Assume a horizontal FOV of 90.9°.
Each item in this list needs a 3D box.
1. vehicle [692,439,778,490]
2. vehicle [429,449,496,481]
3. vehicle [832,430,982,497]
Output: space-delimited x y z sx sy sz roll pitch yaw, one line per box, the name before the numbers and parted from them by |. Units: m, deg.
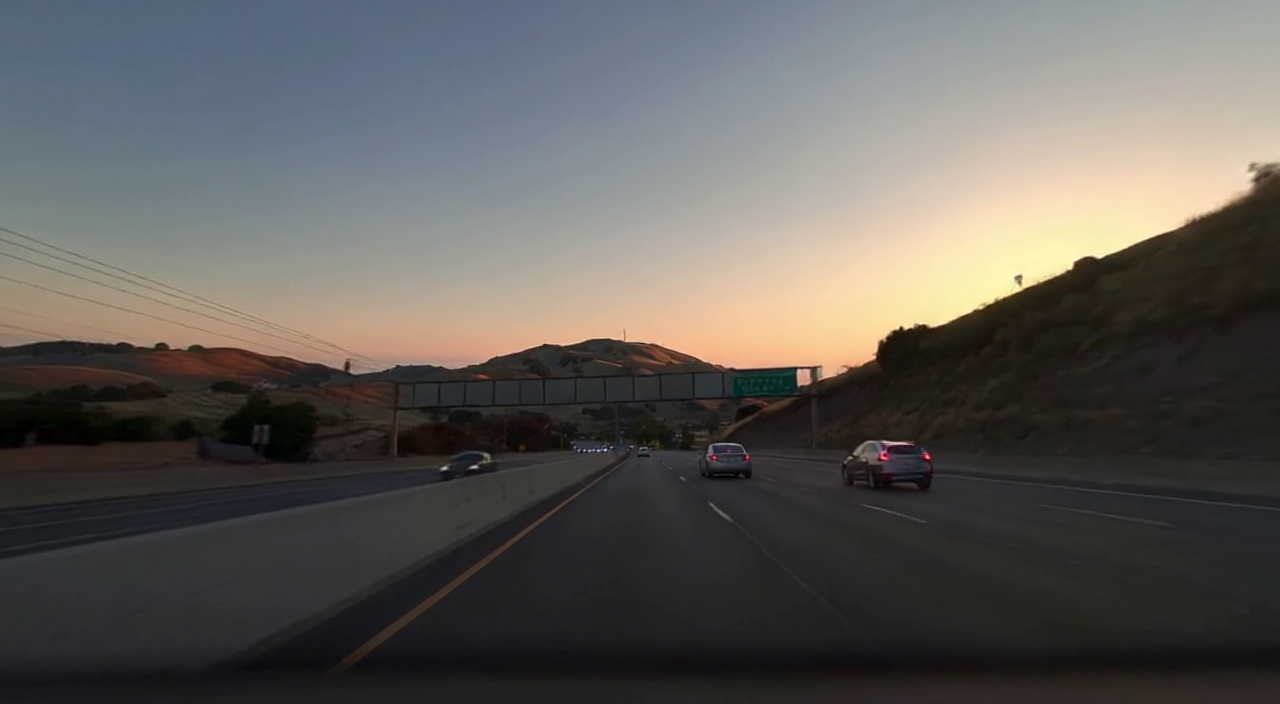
vehicle | 2.921 3.554 20.303 2.044 1.444 4.216 0 -8 -1
vehicle | -8.998 5.758 32.392 2.089 1.460 4.488 -1 -8 0
vehicle | 6.961 2.956 17.139 1.988 1.530 4.777 0 -8 0
